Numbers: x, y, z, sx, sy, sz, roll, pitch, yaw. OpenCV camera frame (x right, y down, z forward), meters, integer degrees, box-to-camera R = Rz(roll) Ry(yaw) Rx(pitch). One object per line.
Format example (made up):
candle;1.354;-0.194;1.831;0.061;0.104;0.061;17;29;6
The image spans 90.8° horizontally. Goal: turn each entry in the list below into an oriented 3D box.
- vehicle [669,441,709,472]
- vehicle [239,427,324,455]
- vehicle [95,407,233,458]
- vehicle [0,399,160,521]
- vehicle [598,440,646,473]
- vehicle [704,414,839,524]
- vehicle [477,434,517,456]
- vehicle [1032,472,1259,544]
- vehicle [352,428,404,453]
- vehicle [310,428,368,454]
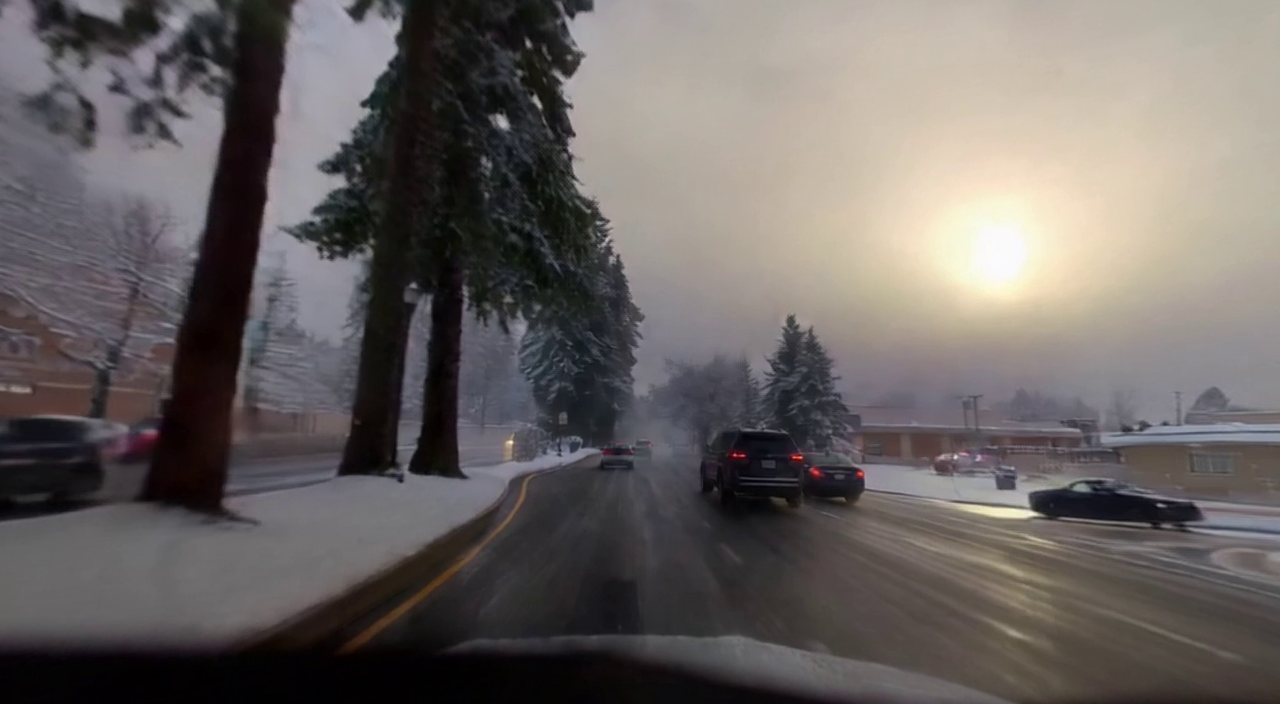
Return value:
vehicle;2.834;6.140;37.421;1.922;1.708;4.126;0;-9;-2
vehicle;-19.316;4.863;34.288;1.913;1.417;4.592;0;-9;0
vehicle;-19.308;3.360;25.994;2.056;1.899;4.803;0;-9;-2
vehicle;-8.672;1.357;7.952;1.861;1.456;4.303;0;-9;0
vehicle;-0.789;4.910;29.848;2.119;1.460;3.847;0;-9;0
vehicle;2.820;2.607;14.527;2.035;1.940;4.299;5;-9;0
vehicle;-11.189;7.307;49.687;2.105;1.645;4.590;0;-9;0
vehicle;14.296;4.422;18.208;4.545;1.770;2.057;-2;-9;10
vehicle;-19.473;6.632;47.200;1.958;1.756;4.530;0;-9;0
vehicle;-19.486;5.808;41.115;1.780;1.546;4.060;0;-9;-1
